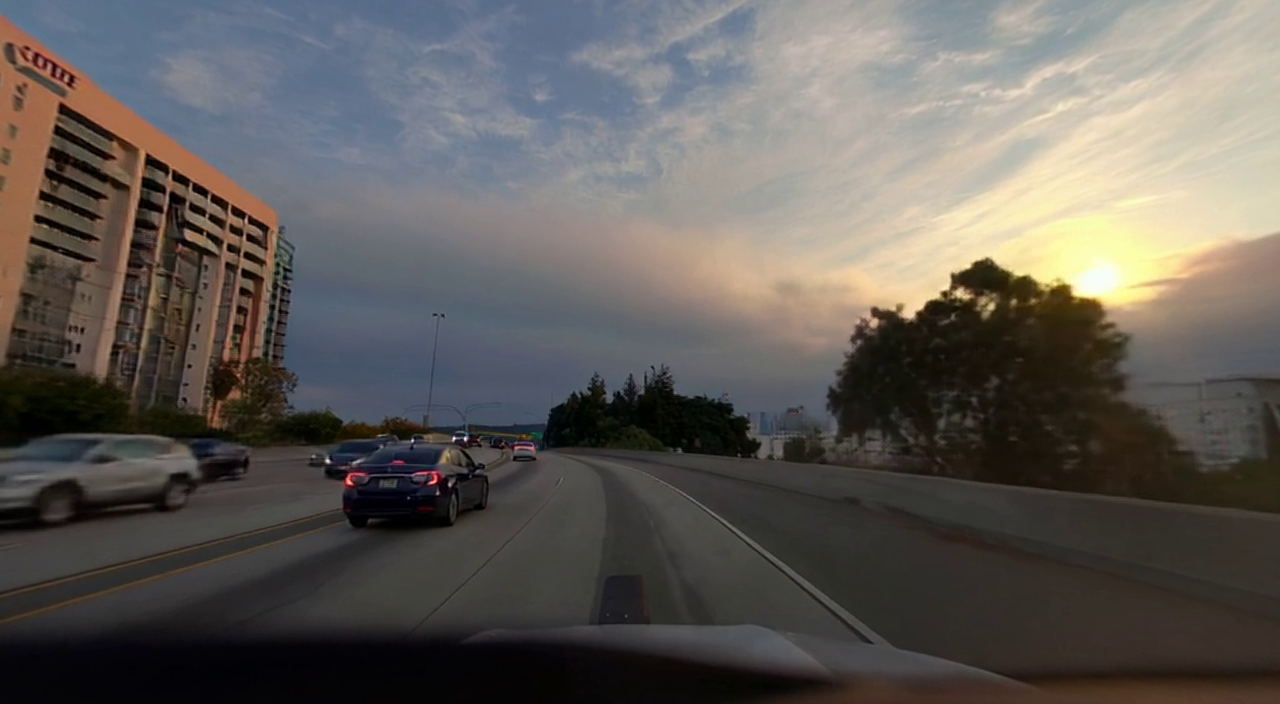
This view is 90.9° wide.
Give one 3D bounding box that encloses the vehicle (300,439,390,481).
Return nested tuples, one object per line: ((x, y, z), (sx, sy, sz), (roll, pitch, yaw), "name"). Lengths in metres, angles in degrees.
((-11.737, 4.295, 25.371), (1.897, 1.538, 4.033), (0, -9, -4), "vehicle")

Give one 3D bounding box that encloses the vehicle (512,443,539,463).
((-8.882, 7.841, 49.115), (1.885, 1.469, 4.211), (1, -9, -9), "vehicle")

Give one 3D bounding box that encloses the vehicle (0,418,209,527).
((-11.028, 2.239, 12.240), (2.028, 1.675, 4.870), (0, -9, -3), "vehicle")

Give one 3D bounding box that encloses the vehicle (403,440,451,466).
((-13.282, 6.330, 39.569), (1.957, 1.514, 4.528), (1, -9, -7), "vehicle")
